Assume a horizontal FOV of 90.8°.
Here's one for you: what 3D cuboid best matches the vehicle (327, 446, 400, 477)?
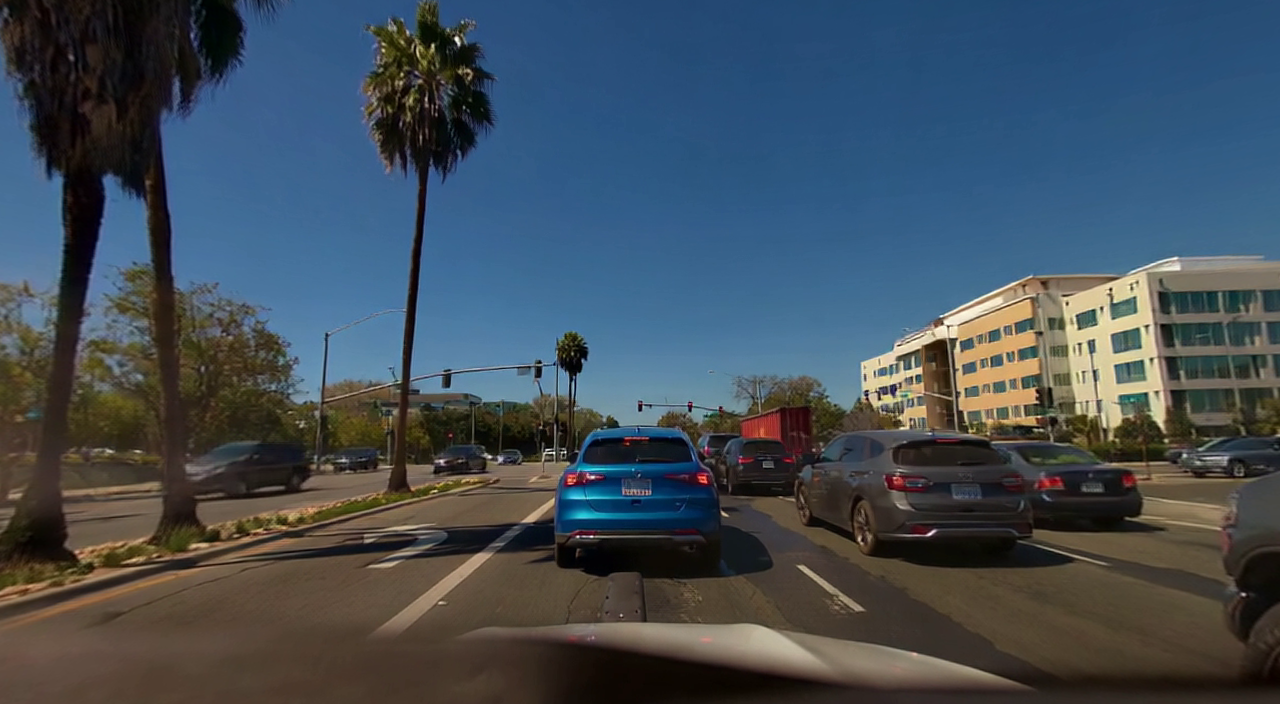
[{"bbox_3d":[-16.335,6.493,37.684,2.167,1.737,4.824,0,-9,0],"label":"vehicle"}]

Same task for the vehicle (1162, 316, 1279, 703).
[{"bbox_3d":[3.400,0.461,0.168,2.171,1.806,5.058,0,-9,0],"label":"vehicle"}]

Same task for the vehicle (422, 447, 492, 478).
[{"bbox_3d":[-9.182,5.554,32.112,2.168,1.462,4.505,0,-9,1],"label":"vehicle"}]

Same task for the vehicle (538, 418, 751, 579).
[{"bbox_3d":[0.033,1.747,8.273,2.083,1.572,4.021,0,-9,0],"label":"vehicle"}]

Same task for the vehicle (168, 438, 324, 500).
[{"bbox_3d":[-12.580,3.744,20.625,2.180,1.776,4.521,0,-9,0],"label":"vehicle"}]

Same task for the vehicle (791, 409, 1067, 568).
[{"bbox_3d":[3.662,1.810,9.047,1.947,1.725,4.159,0,-9,0],"label":"vehicle"}]
